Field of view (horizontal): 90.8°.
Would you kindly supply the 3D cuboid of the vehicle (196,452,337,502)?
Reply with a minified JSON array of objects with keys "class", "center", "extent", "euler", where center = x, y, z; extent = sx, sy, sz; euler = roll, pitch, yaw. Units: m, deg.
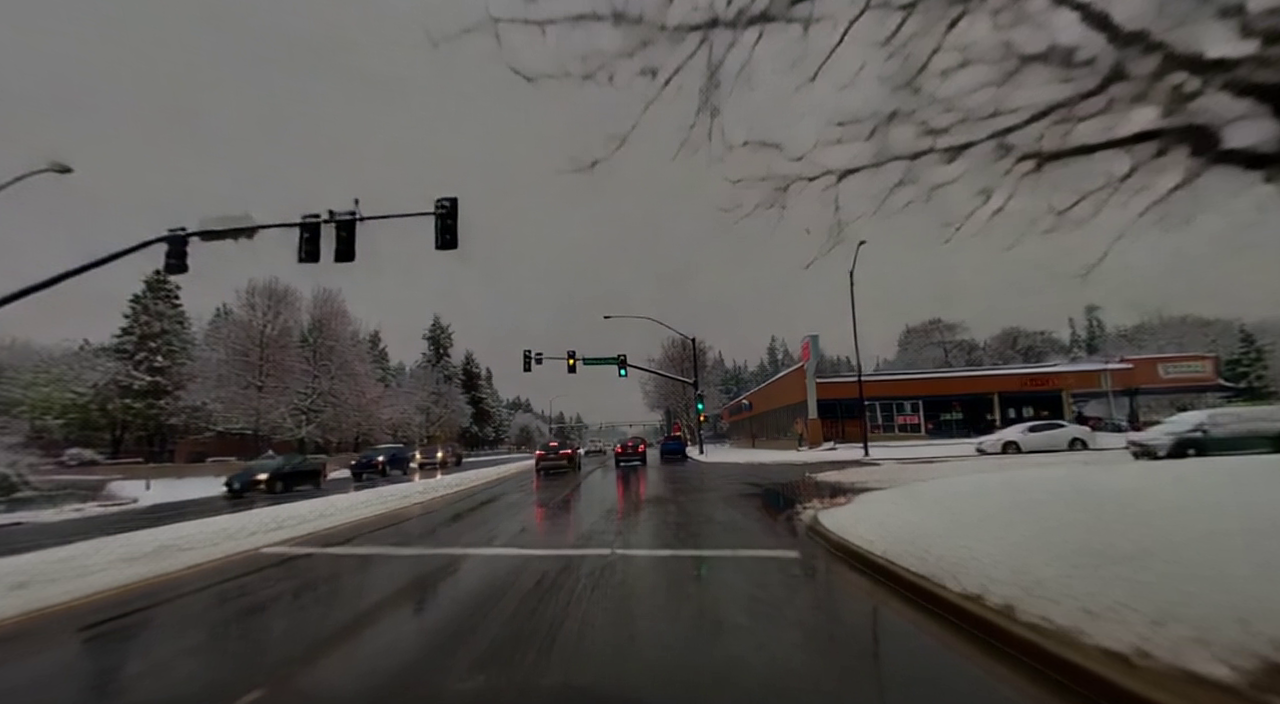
[{"class":"vehicle","center":[-12.596,4.213,21.745],"extent":[1.909,1.462,4.608],"euler":[-1,-8,2]}]

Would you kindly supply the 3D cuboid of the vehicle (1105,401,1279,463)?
[{"class":"vehicle","center":[17.015,2.401,18.844],"extent":[4.524,1.699,2.068],"euler":[-1,-8,2]}]

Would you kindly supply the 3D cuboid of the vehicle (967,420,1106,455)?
[{"class":"vehicle","center":[17.168,3.745,27.569],"extent":[4.517,1.455,2.233],"euler":[-1,-8,3]}]

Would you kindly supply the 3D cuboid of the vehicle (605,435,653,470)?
[{"class":"vehicle","center":[-0.521,4.651,29.423],"extent":[2.085,1.475,3.976],"euler":[0,-8,-1]}]

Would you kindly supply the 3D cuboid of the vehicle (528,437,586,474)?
[{"class":"vehicle","center":[-3.558,4.522,27.839],"extent":[1.921,1.477,4.083],"euler":[-1,-8,1]}]

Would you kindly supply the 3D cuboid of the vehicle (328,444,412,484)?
[{"class":"vehicle","center":[-12.609,5.212,29.882],"extent":[1.986,1.712,4.399],"euler":[-1,-8,1]}]

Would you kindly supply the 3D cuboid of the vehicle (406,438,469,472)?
[{"class":"vehicle","center":[-12.426,6.355,39.133],"extent":[2.260,1.921,4.902],"euler":[-1,-8,0]}]

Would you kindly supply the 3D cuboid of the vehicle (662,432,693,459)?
[{"class":"vehicle","center":[2.773,6.974,47.273],"extent":[2.175,1.850,5.118],"euler":[-1,-8,2]}]
